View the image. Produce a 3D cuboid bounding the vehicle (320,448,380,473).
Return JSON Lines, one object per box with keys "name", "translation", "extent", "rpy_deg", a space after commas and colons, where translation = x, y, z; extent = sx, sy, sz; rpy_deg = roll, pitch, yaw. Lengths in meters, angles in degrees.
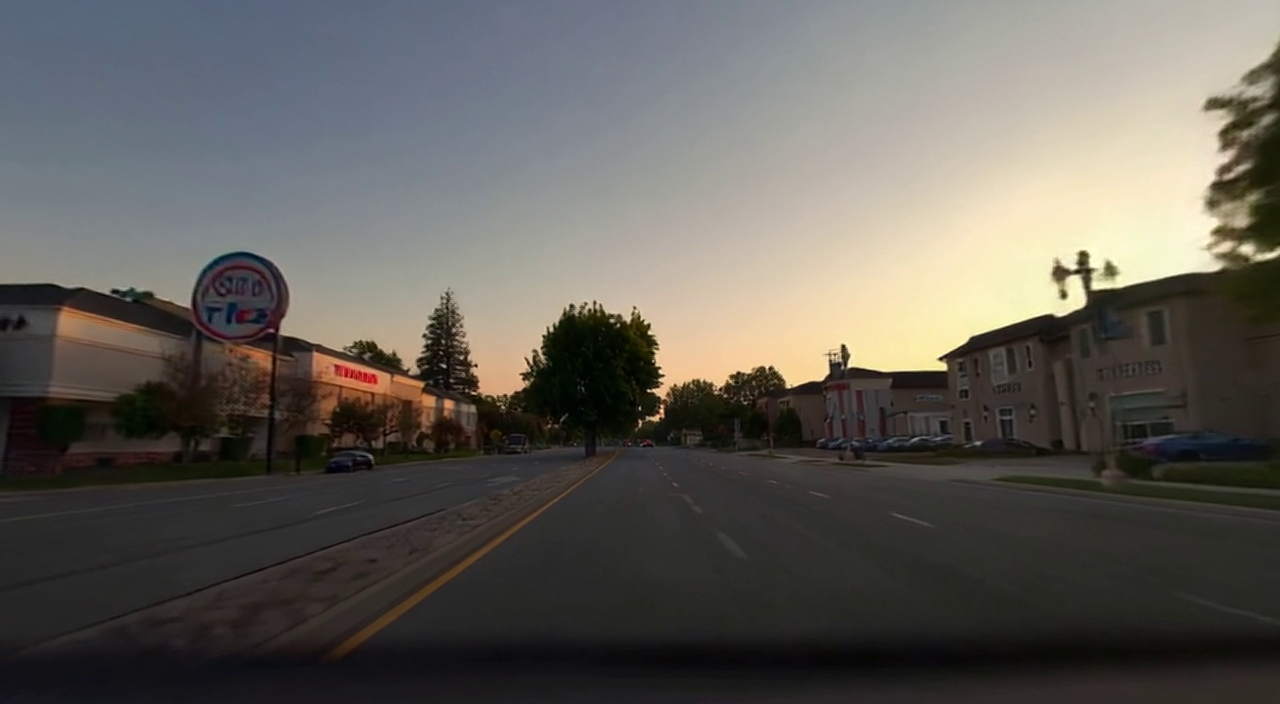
{"name": "vehicle", "translation": [-19.339, 7.240, 42.342], "extent": [2.018, 1.476, 4.310], "rpy_deg": [-2, -8, -1]}
